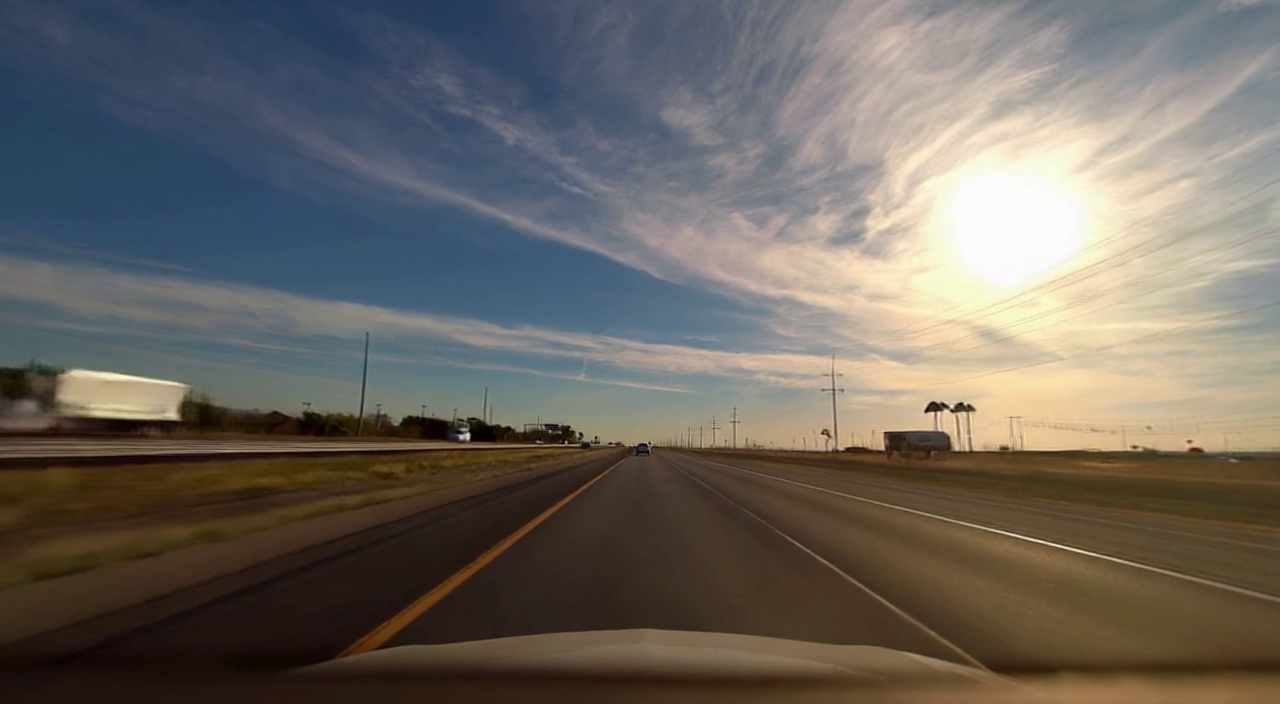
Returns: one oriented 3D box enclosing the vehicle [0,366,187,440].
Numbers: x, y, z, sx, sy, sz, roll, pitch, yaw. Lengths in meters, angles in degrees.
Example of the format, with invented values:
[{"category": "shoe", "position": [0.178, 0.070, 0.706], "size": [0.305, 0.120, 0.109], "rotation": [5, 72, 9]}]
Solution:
[{"category": "vehicle", "position": [-26.876, 2.758, 31.554], "size": [2.880, 3.220, 7.135], "rotation": [0, -8, 1]}]
